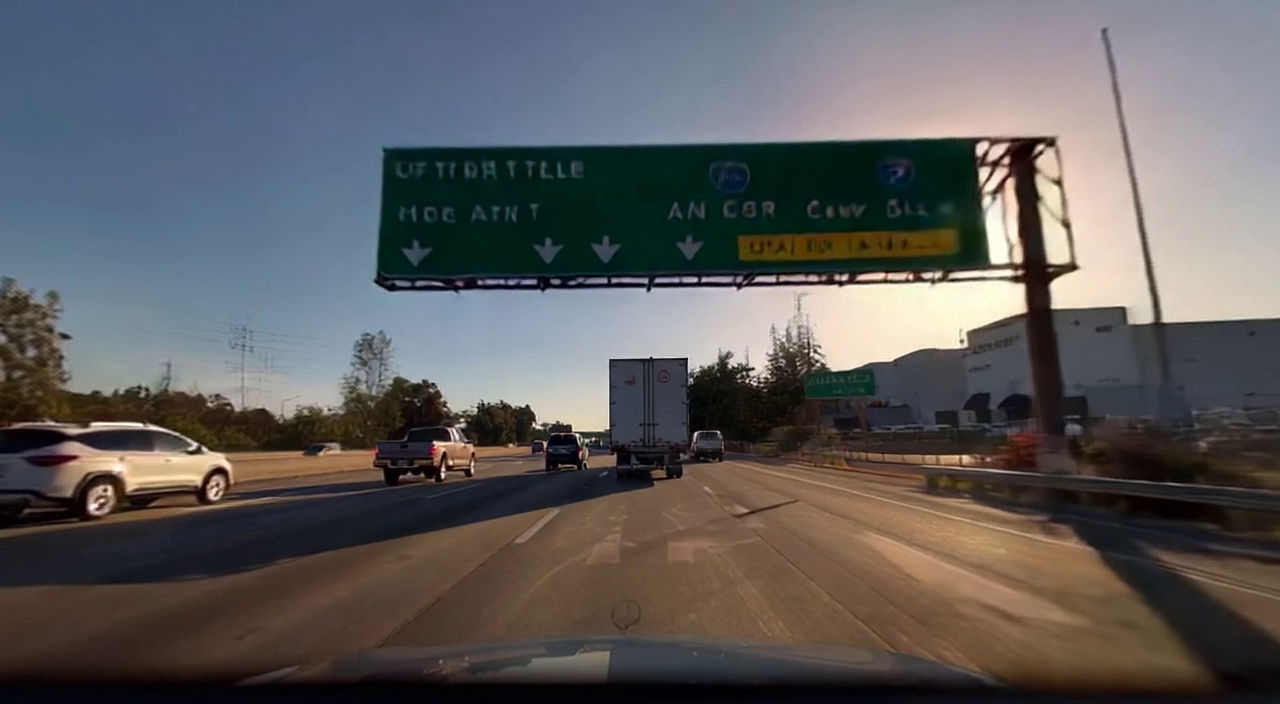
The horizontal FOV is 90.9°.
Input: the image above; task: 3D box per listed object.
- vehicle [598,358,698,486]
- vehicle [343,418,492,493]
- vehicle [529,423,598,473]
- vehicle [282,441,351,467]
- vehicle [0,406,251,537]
[{"bbox_3d":[0.198,2.792,23.687,2.941,3.794,9.851,0,-9,0],"label":"vehicle"},{"bbox_3d":[-6.685,3.233,19.971,2.479,1.978,5.952,0,-9,1],"label":"vehicle"},{"bbox_3d":[-3.419,4.497,29.621,2.379,2.075,6.169,0,-9,1],"label":"vehicle"},{"bbox_3d":[-20.438,6.456,40.051,1.905,1.536,4.649,0,-9,0],"label":"vehicle"},{"bbox_3d":[-10.341,2.159,11.975,2.089,1.885,5.888,0,-9,1],"label":"vehicle"}]
